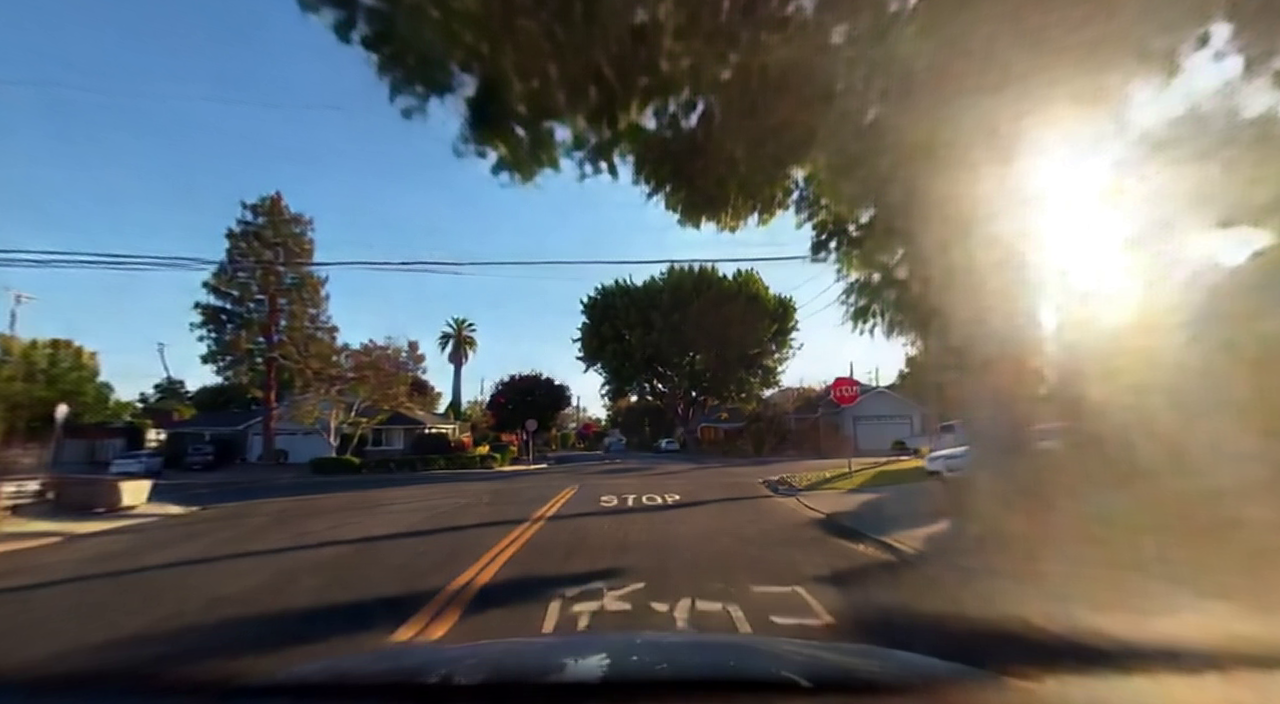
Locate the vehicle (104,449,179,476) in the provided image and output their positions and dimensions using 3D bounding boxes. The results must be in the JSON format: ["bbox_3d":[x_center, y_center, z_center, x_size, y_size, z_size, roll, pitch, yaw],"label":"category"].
[{"bbox_3d":[-27.388,6.057,34.856,1.864,1.337,3.943,3,-9,-17],"label":"vehicle"}]
